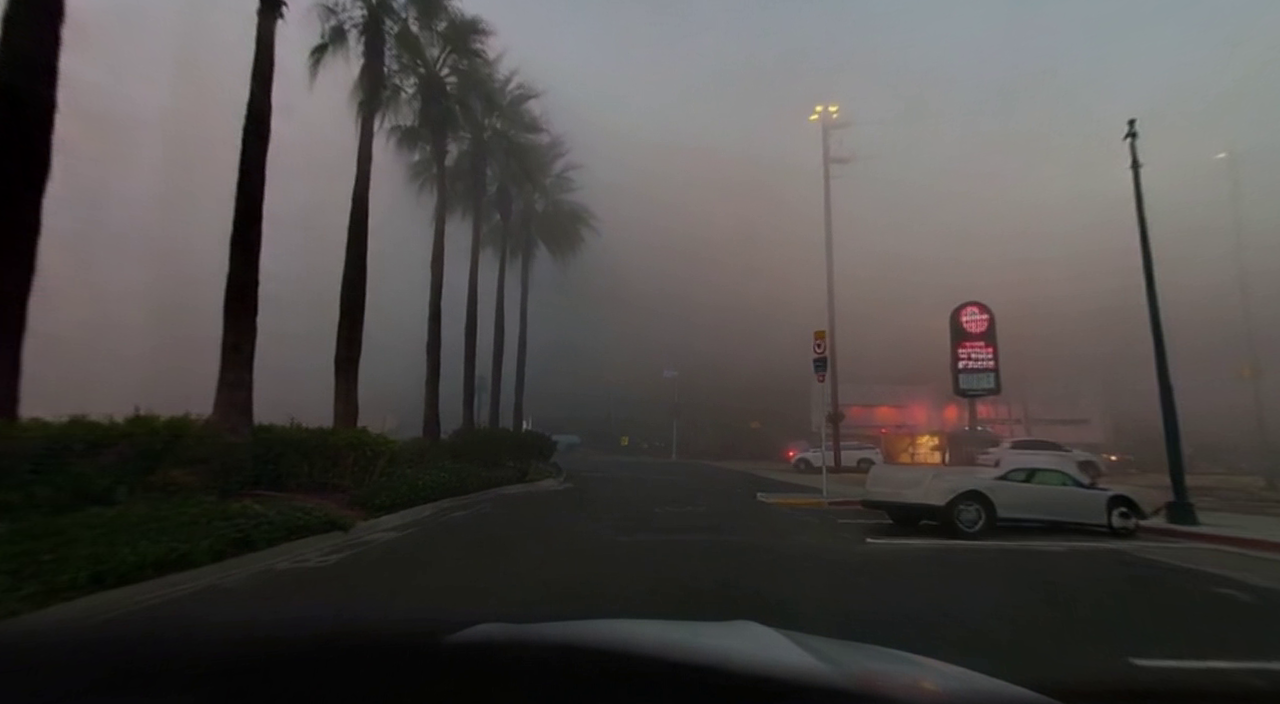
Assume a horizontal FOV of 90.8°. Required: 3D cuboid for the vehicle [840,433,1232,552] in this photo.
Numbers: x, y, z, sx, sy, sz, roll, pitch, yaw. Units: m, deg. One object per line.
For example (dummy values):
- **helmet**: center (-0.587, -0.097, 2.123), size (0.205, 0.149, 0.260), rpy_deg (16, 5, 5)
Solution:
- **vehicle**: center (5.776, 2.023, 9.621), size (4.742, 1.506, 1.919), rpy_deg (0, -8, -5)
